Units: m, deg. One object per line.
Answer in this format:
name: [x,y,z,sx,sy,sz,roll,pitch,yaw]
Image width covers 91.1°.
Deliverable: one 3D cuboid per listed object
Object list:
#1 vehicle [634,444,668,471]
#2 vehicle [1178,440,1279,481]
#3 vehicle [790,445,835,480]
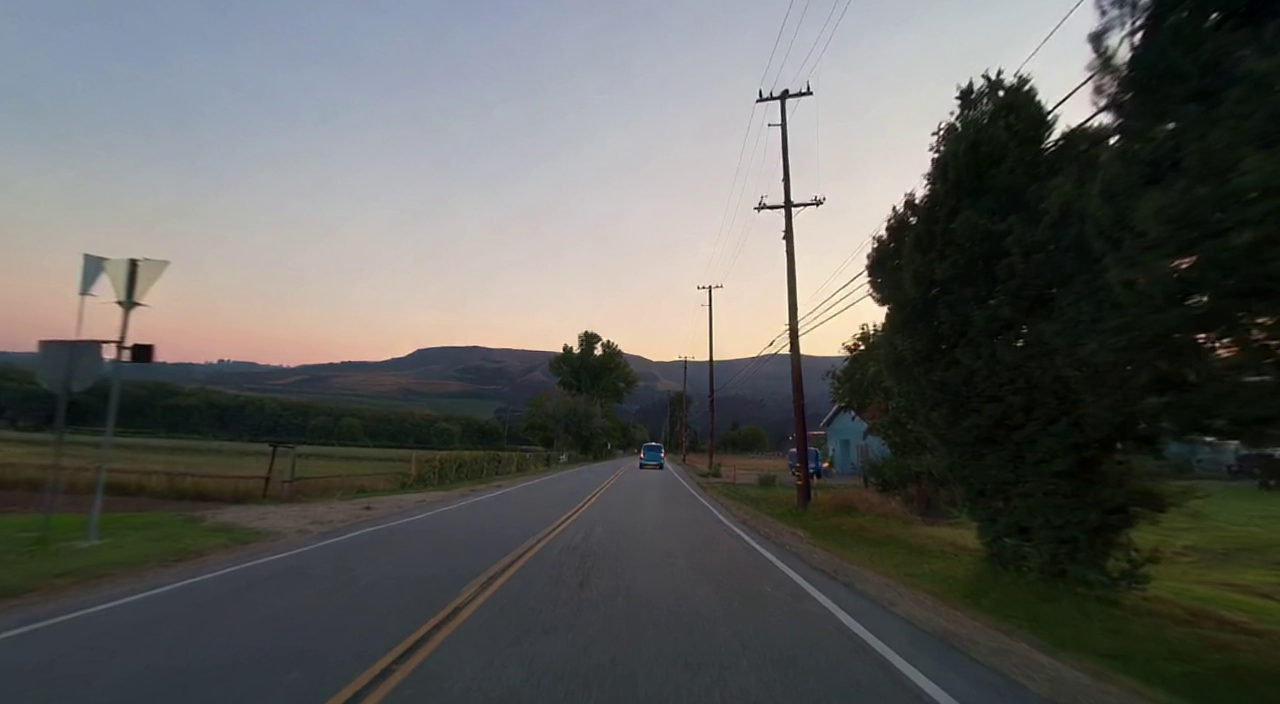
vehicle: [0.792,7.697,46.108,2.319,1.843,4.513,0,-8,1]
vehicle: [31.504,5.507,32.121,5.480,1.948,2.344,-1,-7,8]
vehicle: [11.072,7.094,40.591,2.077,1.919,4.690,-4,-8,7]
